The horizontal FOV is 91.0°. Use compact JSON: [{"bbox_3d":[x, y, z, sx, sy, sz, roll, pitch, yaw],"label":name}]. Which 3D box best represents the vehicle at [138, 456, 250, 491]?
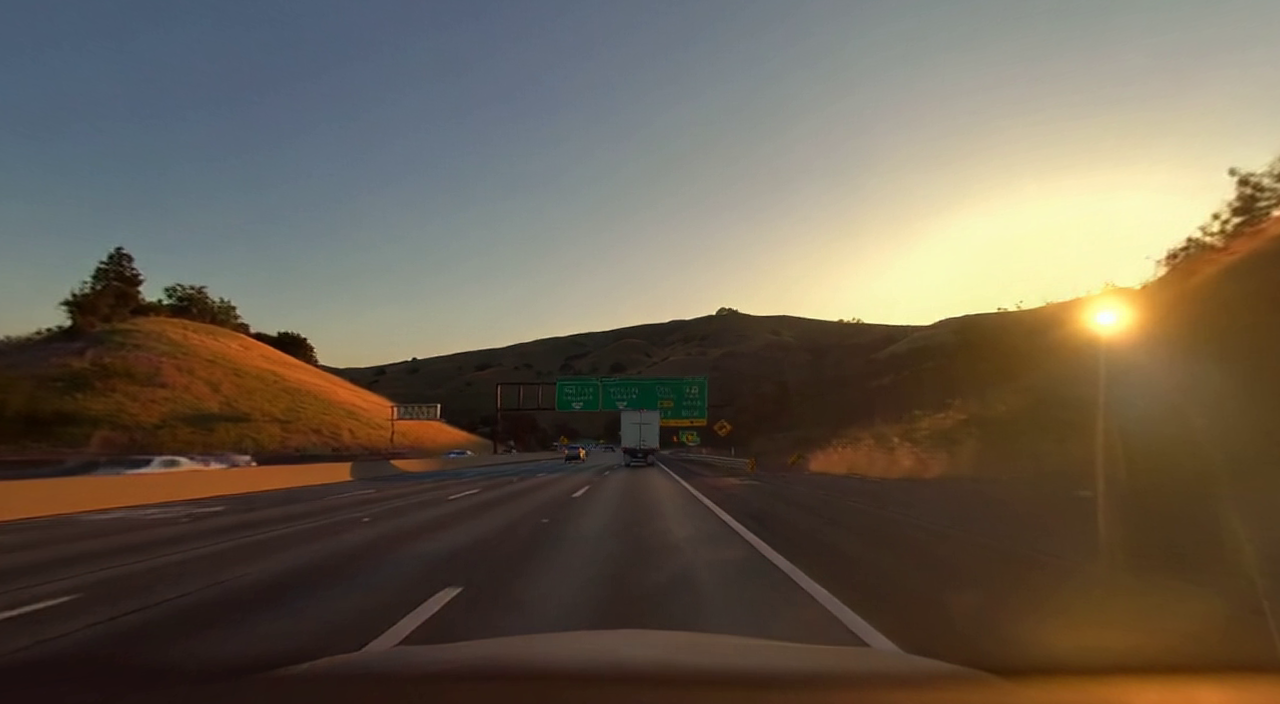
[{"bbox_3d":[-21.688,5.883,30.906,1.948,1.496,4.780,0,-9,1],"label":"vehicle"}]

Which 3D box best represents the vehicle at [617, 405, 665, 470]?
[{"bbox_3d":[0.195,6.333,46.174,3.039,4.131,11.822,0,-9,1],"label":"vehicle"}]
